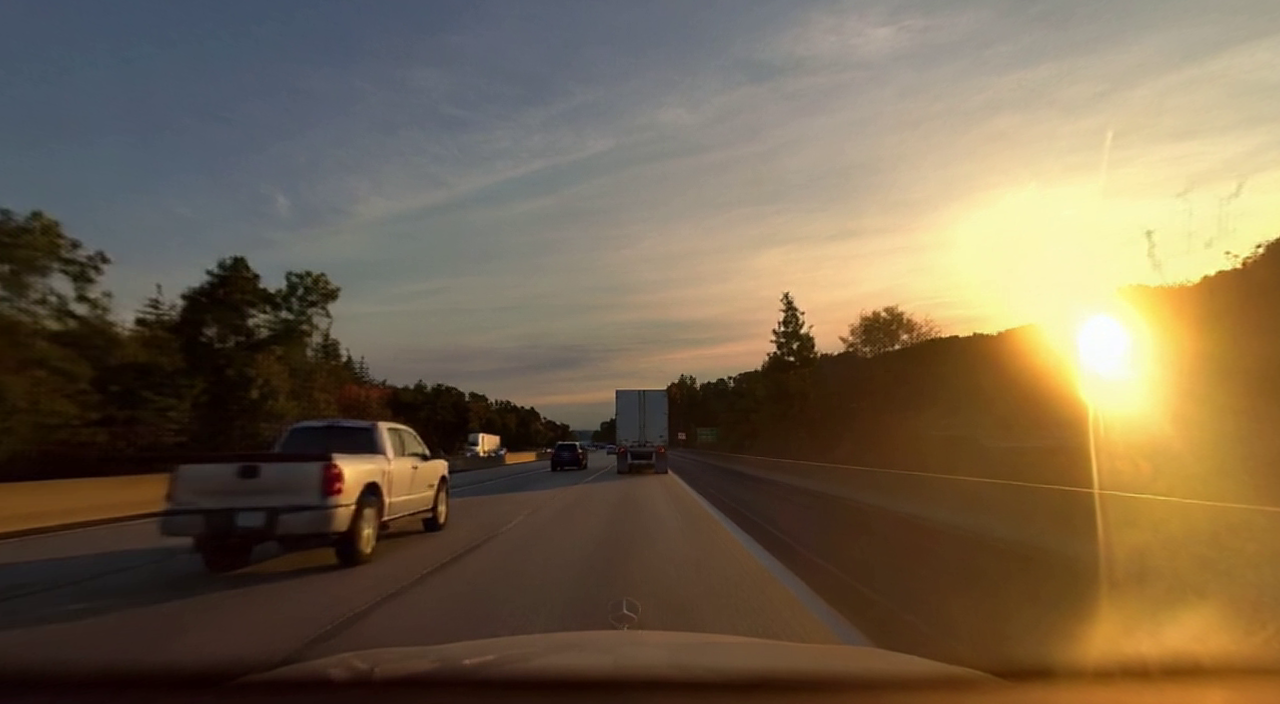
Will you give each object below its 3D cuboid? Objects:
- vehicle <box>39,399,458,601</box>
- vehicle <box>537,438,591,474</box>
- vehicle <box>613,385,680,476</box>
[{"bbox_3d":[-4.130,1.658,8.009,2.140,1.750,4.901,0,-9,0],"label":"vehicle"},{"bbox_3d":[-4.121,5.751,35.064,2.285,1.833,4.984,0,-9,1],"label":"vehicle"},{"bbox_3d":[0.260,4.440,34.581,3.052,4.132,11.336,0,-9,0],"label":"vehicle"}]
